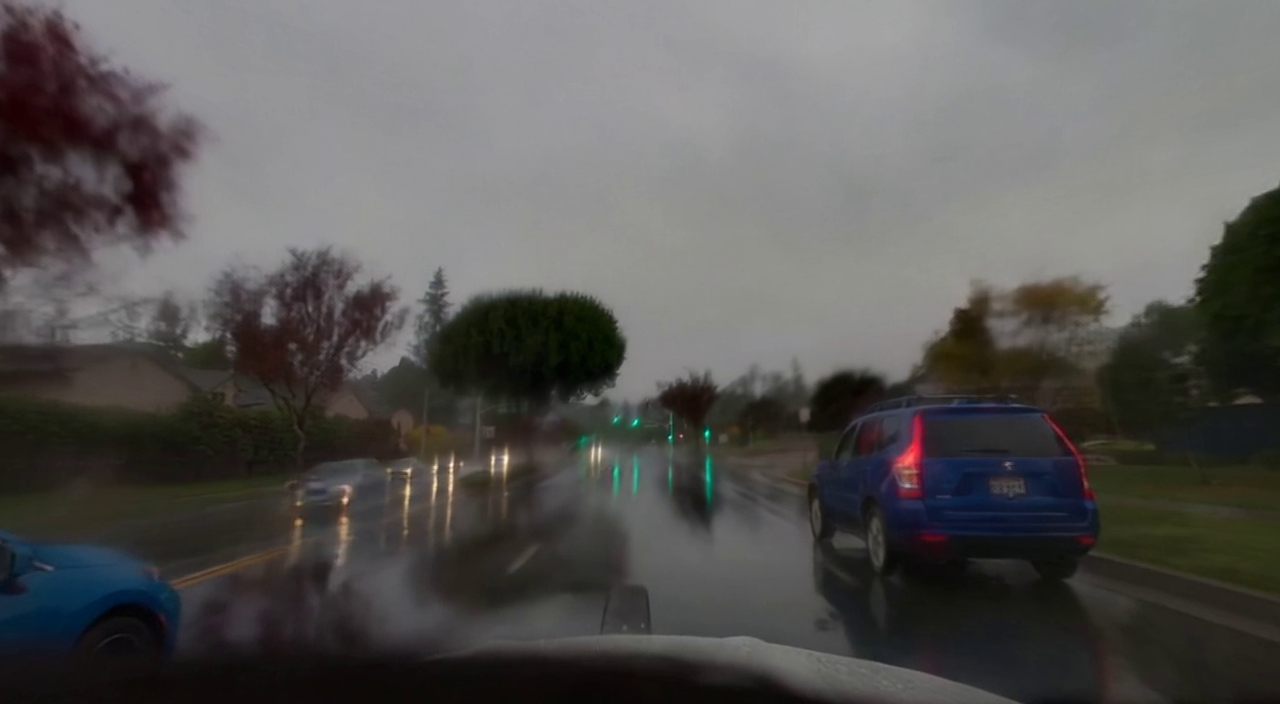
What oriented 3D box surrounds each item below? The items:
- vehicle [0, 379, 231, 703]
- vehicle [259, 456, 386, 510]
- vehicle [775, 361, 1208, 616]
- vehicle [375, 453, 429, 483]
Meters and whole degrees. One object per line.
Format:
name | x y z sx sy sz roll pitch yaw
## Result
vehicle | -3.530 0.808 1.488 2.058 1.659 4.514 0 -8 0
vehicle | -10.300 4.248 20.917 1.928 1.482 4.649 0 -8 -2
vehicle | 3.462 1.520 8.014 2.338 2.063 5.592 -1 -8 1
vehicle | -14.755 7.194 39.346 1.954 1.707 4.410 0 -8 -4
